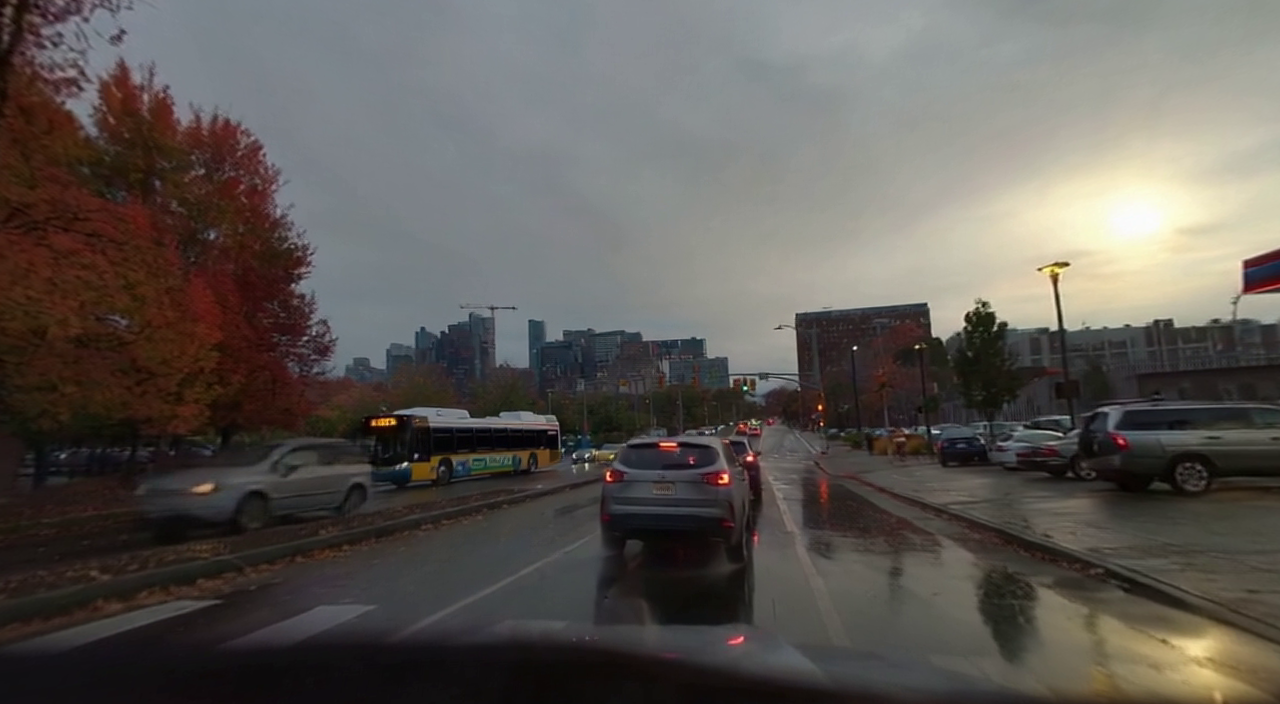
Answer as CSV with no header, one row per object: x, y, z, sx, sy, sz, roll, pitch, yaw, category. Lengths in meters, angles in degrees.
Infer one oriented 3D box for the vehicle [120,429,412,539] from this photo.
-7.075,2.538,12.823,2.147,1.741,5.239,-2,-9,10,vehicle

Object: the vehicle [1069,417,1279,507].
11.416,2.016,11.839,4.894,1.451,2.089,-5,-10,11,vehicle

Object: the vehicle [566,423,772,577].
0.668,1.809,8.463,2.092,1.507,4.078,-2,-9,12,vehicle

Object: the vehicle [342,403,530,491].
-8.652,4.427,29.101,3.189,3.205,11.526,-2,-9,10,vehicle
